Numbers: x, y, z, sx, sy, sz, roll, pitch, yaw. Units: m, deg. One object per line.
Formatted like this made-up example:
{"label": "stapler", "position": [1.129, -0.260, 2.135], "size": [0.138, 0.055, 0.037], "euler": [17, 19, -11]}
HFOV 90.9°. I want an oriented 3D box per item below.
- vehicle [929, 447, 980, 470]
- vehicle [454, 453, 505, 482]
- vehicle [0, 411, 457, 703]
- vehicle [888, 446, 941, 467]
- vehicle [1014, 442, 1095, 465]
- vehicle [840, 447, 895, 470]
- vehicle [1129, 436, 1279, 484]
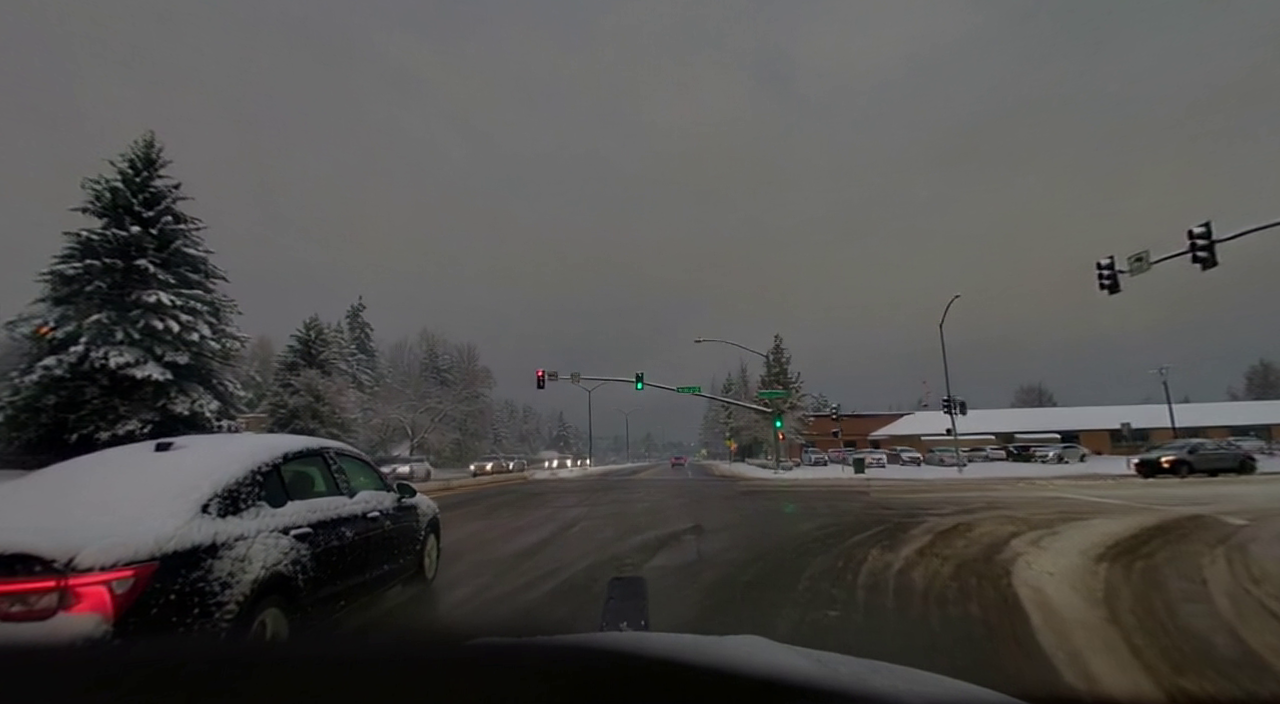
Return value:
{"label": "vehicle", "position": [21.619, 7.257, 43.189], "size": [1.930, 1.410, 4.313], "euler": [-8, -11, 42]}
{"label": "vehicle", "position": [-10.496, 7.545, 41.582], "size": [1.905, 1.724, 4.449], "euler": [-1, -8, 4]}
{"label": "vehicle", "position": [-2.847, 1.217, 3.848], "size": [1.924, 1.482, 4.734], "euler": [0, -8, 1]}
{"label": "vehicle", "position": [19.581, 7.392, 44.833], "size": [1.945, 1.434, 4.293], "euler": [-8, -12, 44]}
{"label": "vehicle", "position": [30.335, 7.415, 46.169], "size": [4.678, 1.558, 1.883], "euler": [1, -9, -5]}
{"label": "vehicle", "position": [17.171, 7.983, 47.352], "size": [2.060, 1.445, 4.712], "euler": [-9, -11, 43]}
{"label": "vehicle", "position": [19.439, 3.596, 21.097], "size": [4.552, 1.492, 2.002], "euler": [1, -9, -5]}
